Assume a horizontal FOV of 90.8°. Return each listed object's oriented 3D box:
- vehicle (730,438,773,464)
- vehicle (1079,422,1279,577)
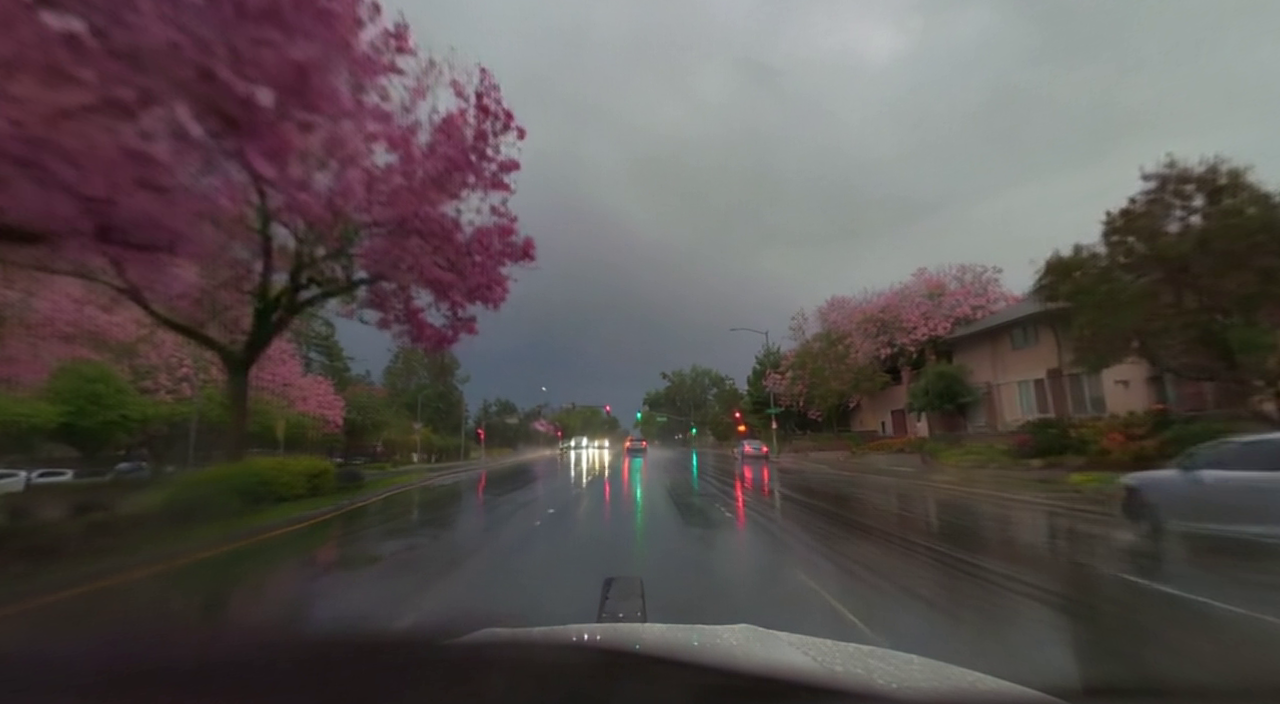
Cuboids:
[{"bbox_3d":[7.176,6.421,41.198,1.933,1.580,4.162,0,-8,-1],"label":"vehicle"},{"bbox_3d":[7.068,1.465,6.462,2.032,1.449,4.413,0,-8,1],"label":"vehicle"}]
